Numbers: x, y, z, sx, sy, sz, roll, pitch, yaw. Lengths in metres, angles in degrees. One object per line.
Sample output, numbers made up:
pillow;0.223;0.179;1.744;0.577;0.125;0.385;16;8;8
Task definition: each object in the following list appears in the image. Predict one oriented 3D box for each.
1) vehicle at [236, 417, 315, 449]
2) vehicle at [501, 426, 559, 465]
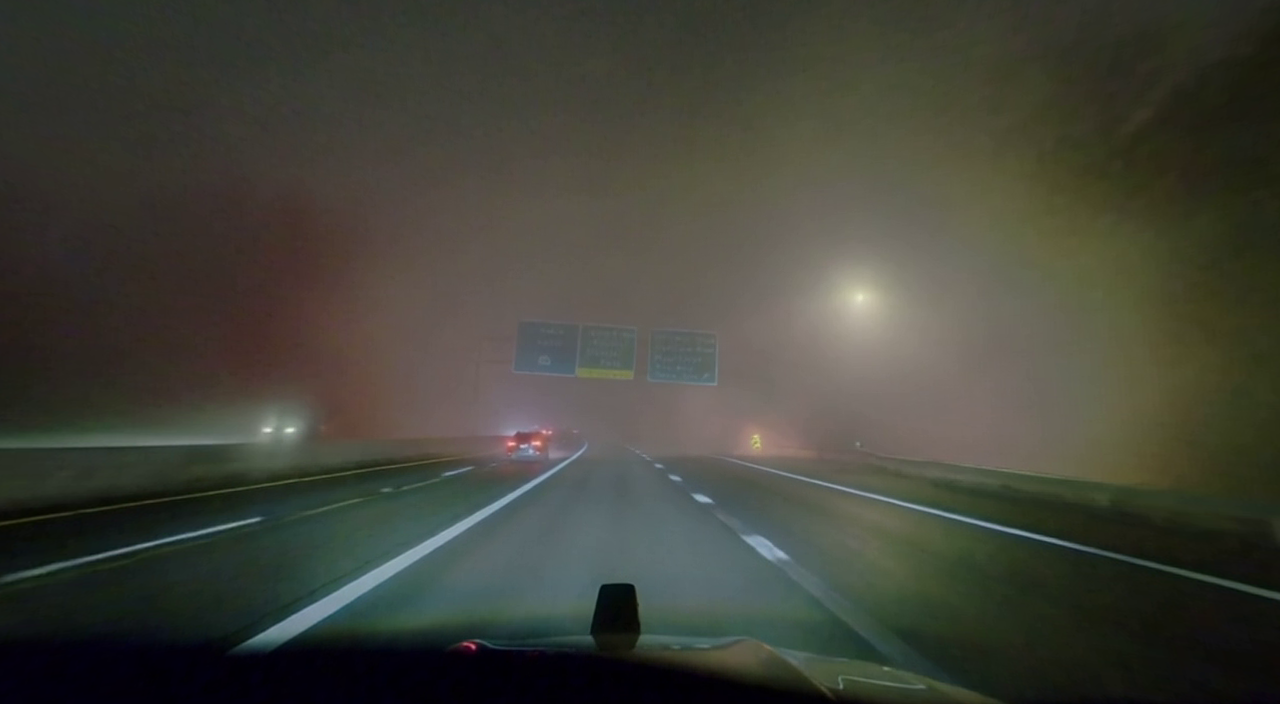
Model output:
vehicle;-21.475;4.835;37.295;1.923;1.737;4.698;1;-8;-2
vehicle;-4.634;4.008;27.122;1.878;1.548;3.966;0;-8;-1
